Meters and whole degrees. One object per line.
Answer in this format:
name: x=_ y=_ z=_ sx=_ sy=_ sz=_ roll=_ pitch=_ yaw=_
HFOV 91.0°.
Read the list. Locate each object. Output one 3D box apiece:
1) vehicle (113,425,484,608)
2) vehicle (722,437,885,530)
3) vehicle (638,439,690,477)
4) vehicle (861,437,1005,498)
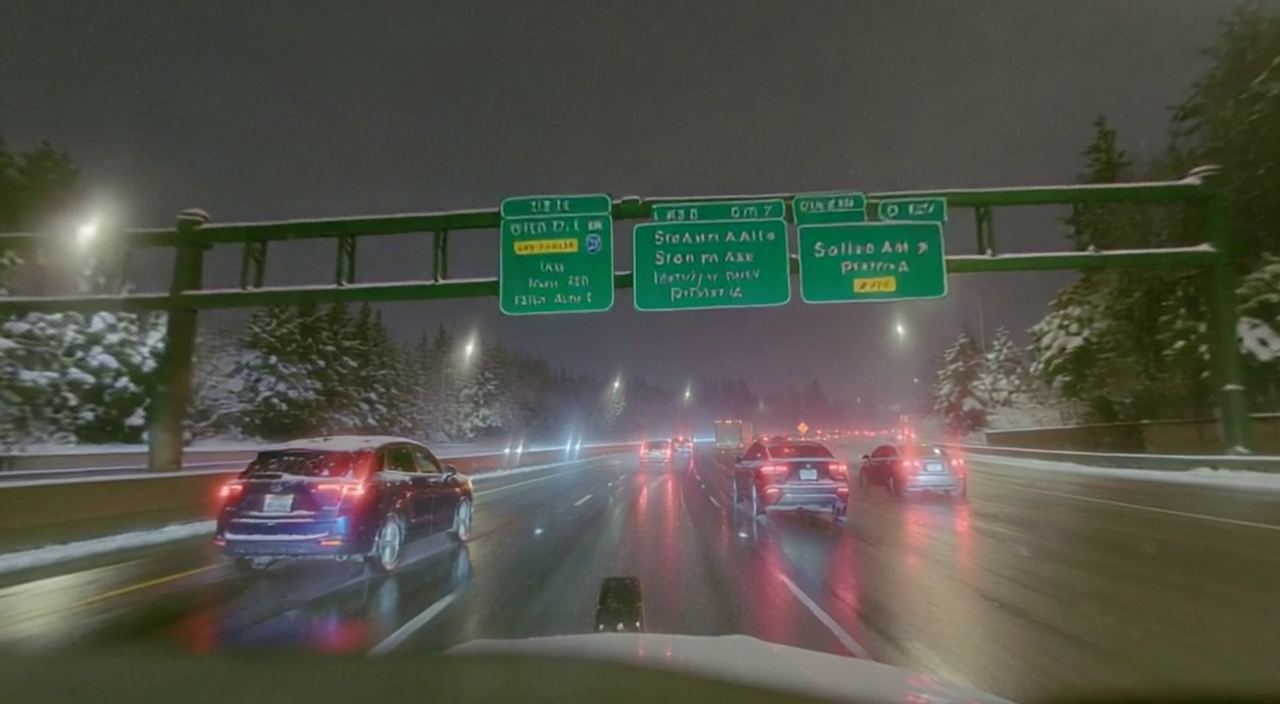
vehicle: x=-3.521 y=1.765 z=7.738 sx=1.937 sy=1.558 sz=4.469 roll=0 pitch=-9 yaw=2
vehicle: x=2.945 y=2.486 z=12.517 sx=2.009 sy=1.489 sz=4.559 roll=0 pitch=-9 yaw=0
vehicle: x=1.121 y=4.793 z=28.675 sx=2.201 sy=1.614 sz=3.803 roll=0 pitch=-9 yaw=3
vehicle: x=8.179 y=3.261 z=18.172 sx=2.014 sy=1.506 sz=4.626 roll=0 pitch=-9 yaw=2
